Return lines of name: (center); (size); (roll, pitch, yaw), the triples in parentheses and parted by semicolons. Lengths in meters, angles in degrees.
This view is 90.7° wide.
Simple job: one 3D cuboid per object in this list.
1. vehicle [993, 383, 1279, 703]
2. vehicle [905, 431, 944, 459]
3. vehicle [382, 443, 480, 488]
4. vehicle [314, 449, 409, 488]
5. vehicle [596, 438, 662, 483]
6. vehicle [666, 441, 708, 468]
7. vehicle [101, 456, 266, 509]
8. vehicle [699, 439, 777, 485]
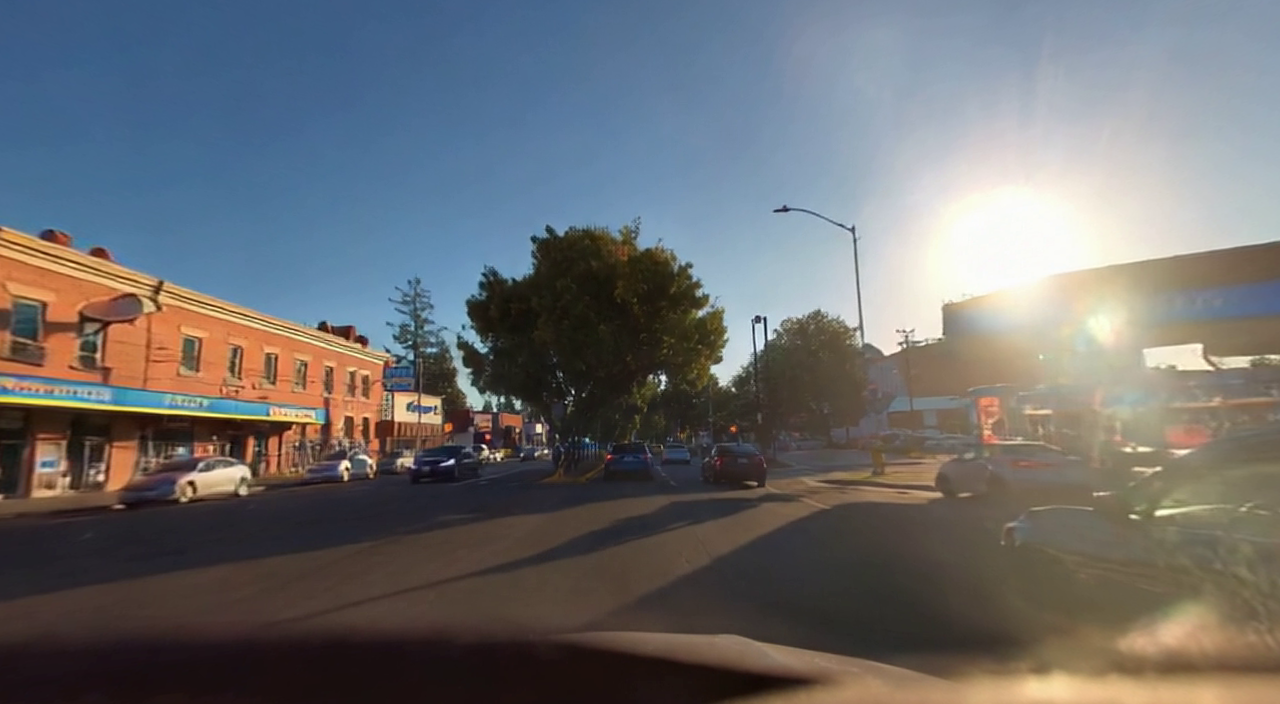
vehicle: (3.147, 0.747, 1.367); (2.097, 1.502, 4.470); (0, -9, -1)
vehicle: (18.635, 6.102, 41.329); (1.937, 1.691, 4.746); (-5, -10, 27)
vehicle: (-7.969, 4.352, 24.725); (2.240, 1.550, 4.760); (0, -9, 0)
vehicle: (-11.655, 4.885, 26.903); (1.915, 1.473, 4.573); (0, -9, 1)
vehicle: (-0.413, 4.011, 23.661); (2.232, 1.508, 4.319); (0, -9, -1)
vehicle: (2.765, 6.161, 38.221); (2.098, 1.527, 3.966); (0, -9, -2)
vehicle: (-14.970, 4.259, 21.196); (2.007, 1.463, 4.792); (0, -9, -1)
vehicle: (3.415, 3.947, 22.946); (2.060, 1.471, 4.168); (0, -9, -1)
